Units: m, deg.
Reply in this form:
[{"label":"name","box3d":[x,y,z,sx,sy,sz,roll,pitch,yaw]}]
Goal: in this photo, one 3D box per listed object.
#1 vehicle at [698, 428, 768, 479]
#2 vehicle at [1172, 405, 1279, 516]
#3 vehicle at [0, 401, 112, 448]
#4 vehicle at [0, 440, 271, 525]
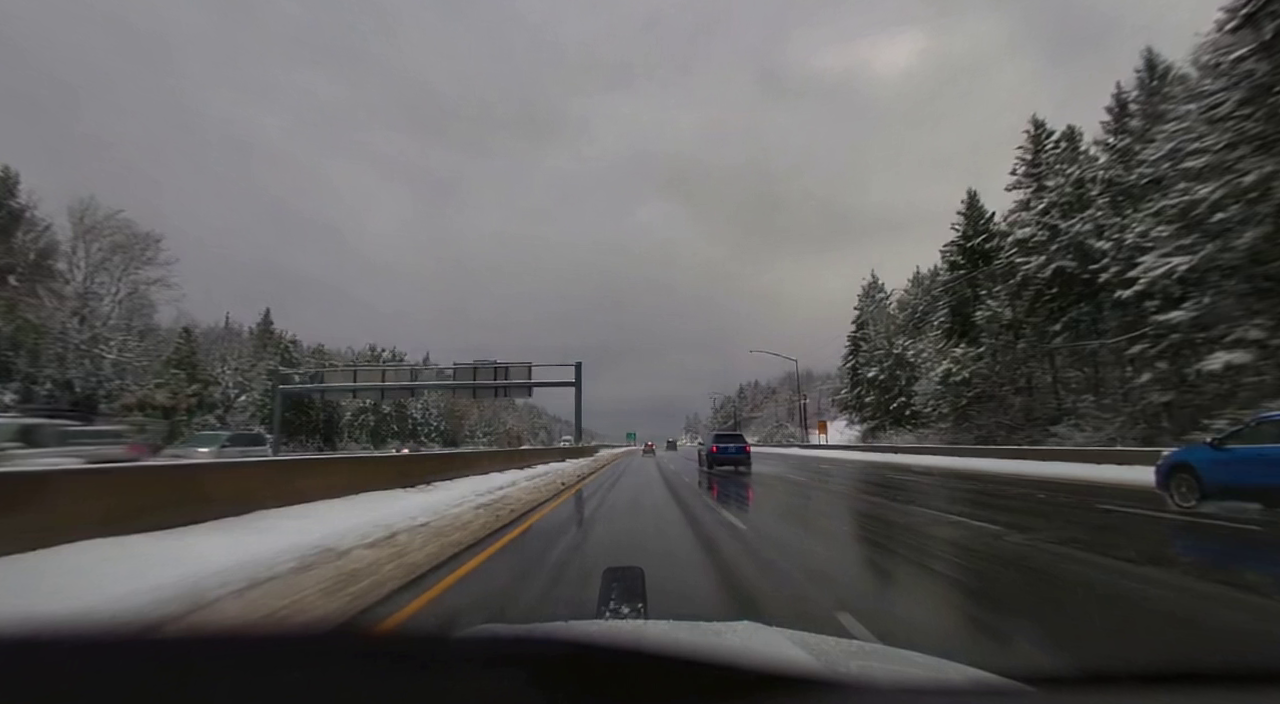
[{"label":"vehicle","box3d":[3.655,4.068,25.550,2.120,1.832,4.287,-1,-8,-1]},{"label":"vehicle","box3d":[10.865,1.589,9.242,2.056,1.689,4.625,-1,-8,0]},{"label":"vehicle","box3d":[-19.477,2.317,19.671,1.964,1.330,4.740,-1,-8,-1]},{"label":"vehicle","box3d":[-19.456,4.409,22.908,2.936,2.335,15.693,-1,-8,-1]}]
